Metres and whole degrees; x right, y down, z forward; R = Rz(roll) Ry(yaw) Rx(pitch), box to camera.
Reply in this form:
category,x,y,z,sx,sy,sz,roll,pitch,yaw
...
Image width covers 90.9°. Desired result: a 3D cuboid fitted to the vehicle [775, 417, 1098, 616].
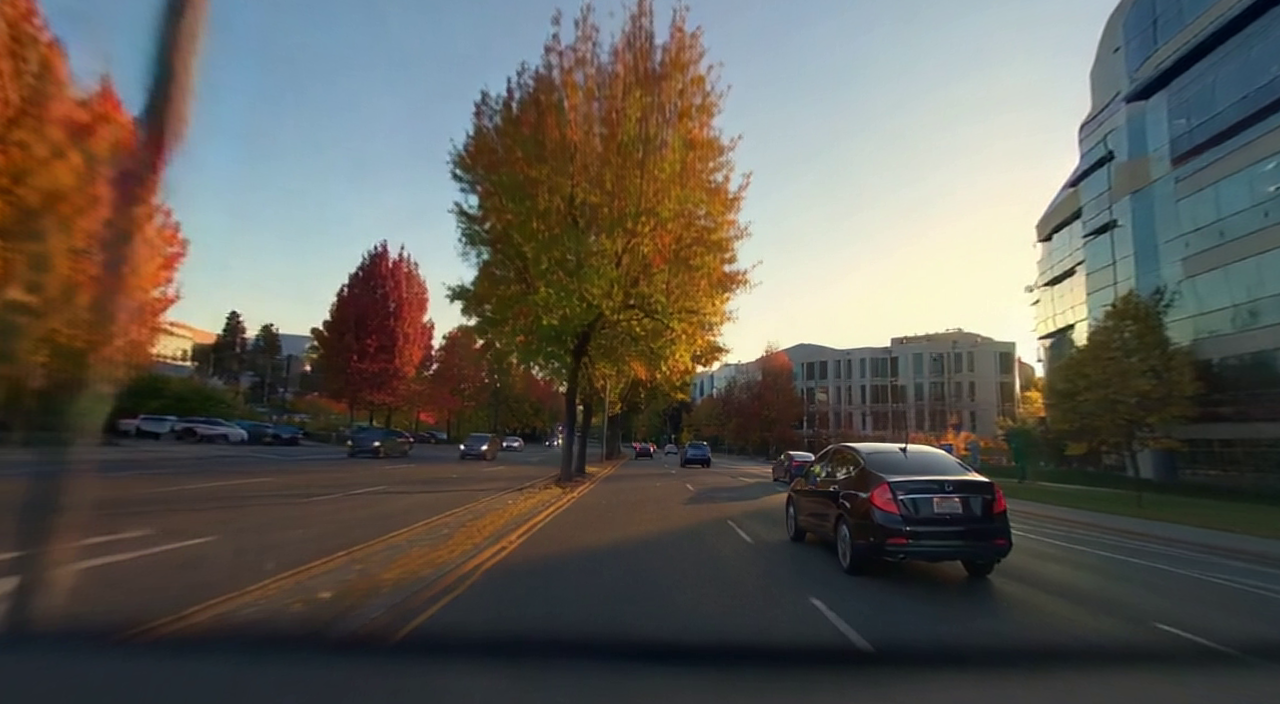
category,x,y,z,sx,sy,sz,roll,pitch,yaw
vehicle,2.962,1.699,7.417,1.901,1.634,3.896,1,-8,0

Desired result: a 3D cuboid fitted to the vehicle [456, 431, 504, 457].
category,x,y,z,sx,sy,sz,roll,pitch,yaw
vehicle,-11.019,6.369,43.603,2.122,1.685,4.358,0,-8,1

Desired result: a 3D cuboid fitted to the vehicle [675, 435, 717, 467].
category,x,y,z,sx,sy,sz,roll,pitch,yaw
vehicle,3.479,6.252,39.893,2.154,1.844,4.634,0,-8,-1

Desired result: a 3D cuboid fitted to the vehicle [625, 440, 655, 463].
category,x,y,z,sx,sy,sz,roll,pitch,yaw
vehicle,-0.002,6.746,42.870,1.991,1.477,3.814,0,-8,0

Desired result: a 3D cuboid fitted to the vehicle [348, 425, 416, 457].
category,x,y,z,sx,sy,sz,roll,pitch,yaw
vehicle,-15.364,5.364,37.845,2.101,1.738,4.704,0,-8,0

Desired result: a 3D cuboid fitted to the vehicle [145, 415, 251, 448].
category,x,y,z,sx,sy,sz,roll,pitch,yaw
vehicle,-26.889,4.950,38.718,2.149,1.809,5.973,0,-9,0
